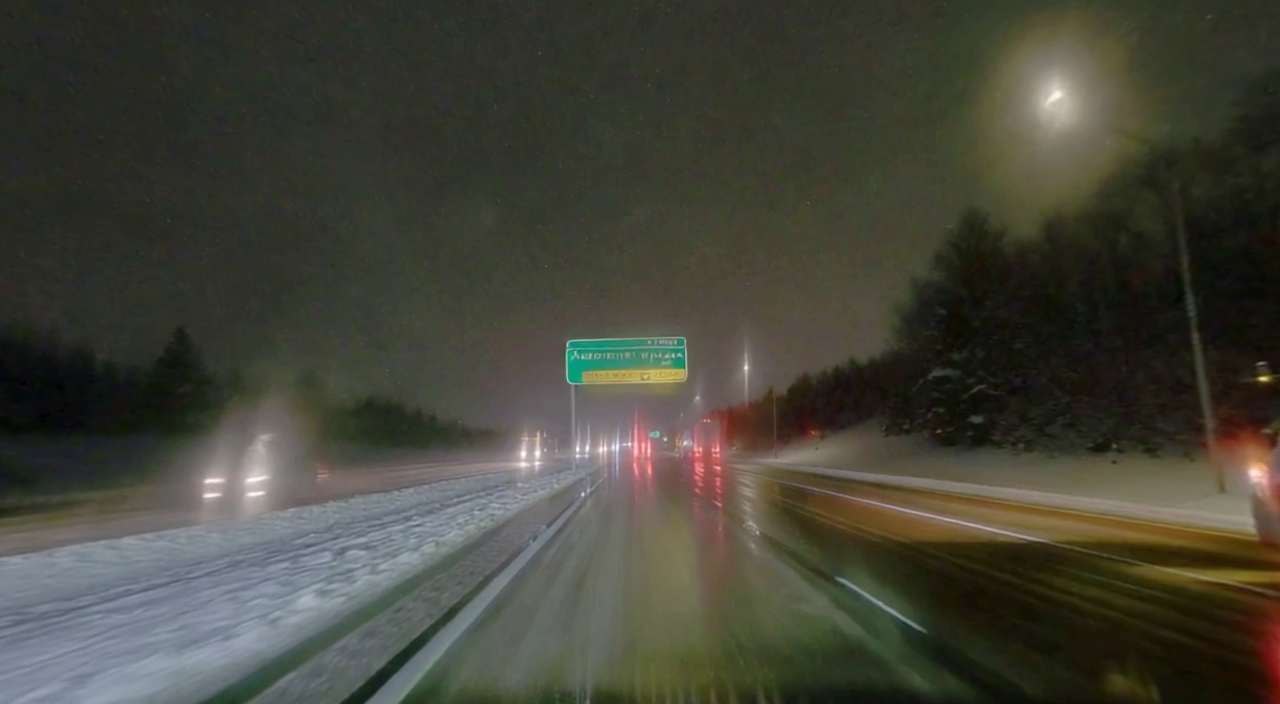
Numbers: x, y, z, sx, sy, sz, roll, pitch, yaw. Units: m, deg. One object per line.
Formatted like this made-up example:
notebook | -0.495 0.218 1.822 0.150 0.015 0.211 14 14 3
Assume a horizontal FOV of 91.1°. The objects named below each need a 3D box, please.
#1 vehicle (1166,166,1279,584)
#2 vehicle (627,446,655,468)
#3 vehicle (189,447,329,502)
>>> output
vehicle | 7.736 0.051 5.050 3.060 3.998 4.113 0 -9 0
vehicle | 0.093 7.965 47.926 2.024 1.579 3.707 -1 -9 0
vehicle | -11.932 3.825 20.066 1.872 1.511 4.144 -1 -9 0
